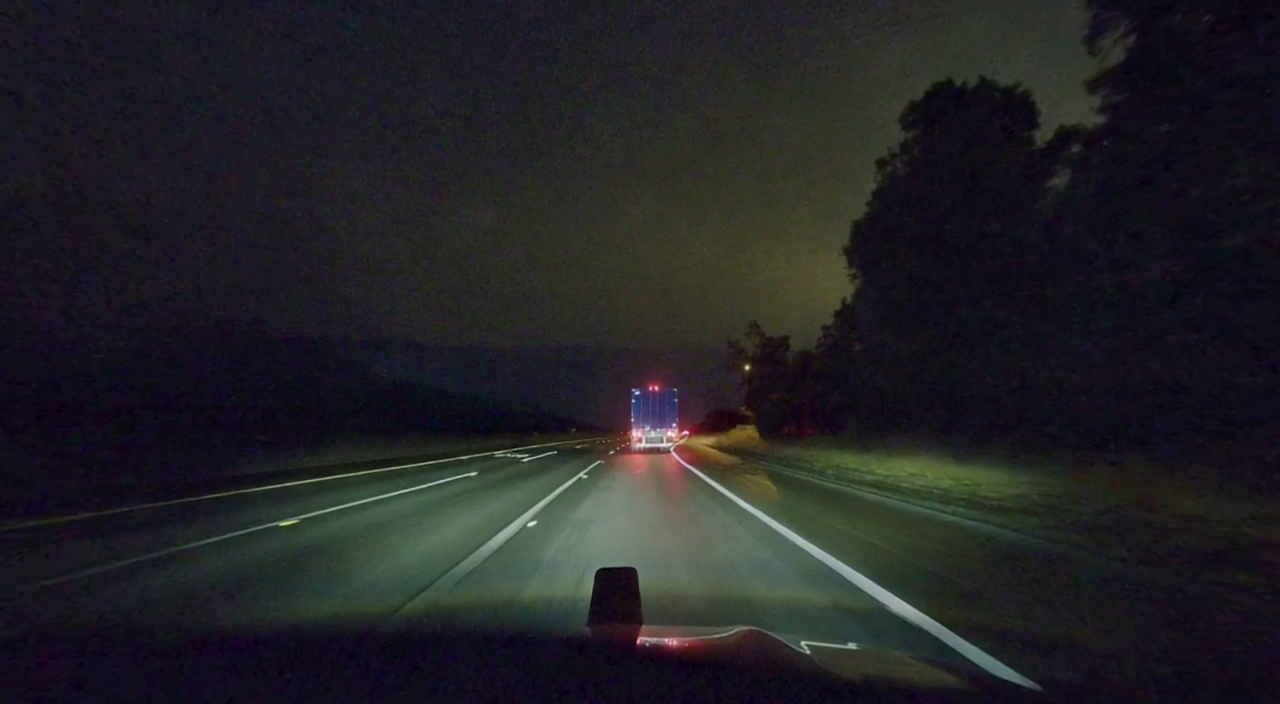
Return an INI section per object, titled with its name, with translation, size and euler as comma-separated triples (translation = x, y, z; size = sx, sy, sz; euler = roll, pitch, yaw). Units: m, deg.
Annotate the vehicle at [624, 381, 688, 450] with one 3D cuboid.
[vehicle]
translation = 0.930, 4.197, 39.827
size = 3.446, 3.698, 12.089
euler = 0, -8, 1
